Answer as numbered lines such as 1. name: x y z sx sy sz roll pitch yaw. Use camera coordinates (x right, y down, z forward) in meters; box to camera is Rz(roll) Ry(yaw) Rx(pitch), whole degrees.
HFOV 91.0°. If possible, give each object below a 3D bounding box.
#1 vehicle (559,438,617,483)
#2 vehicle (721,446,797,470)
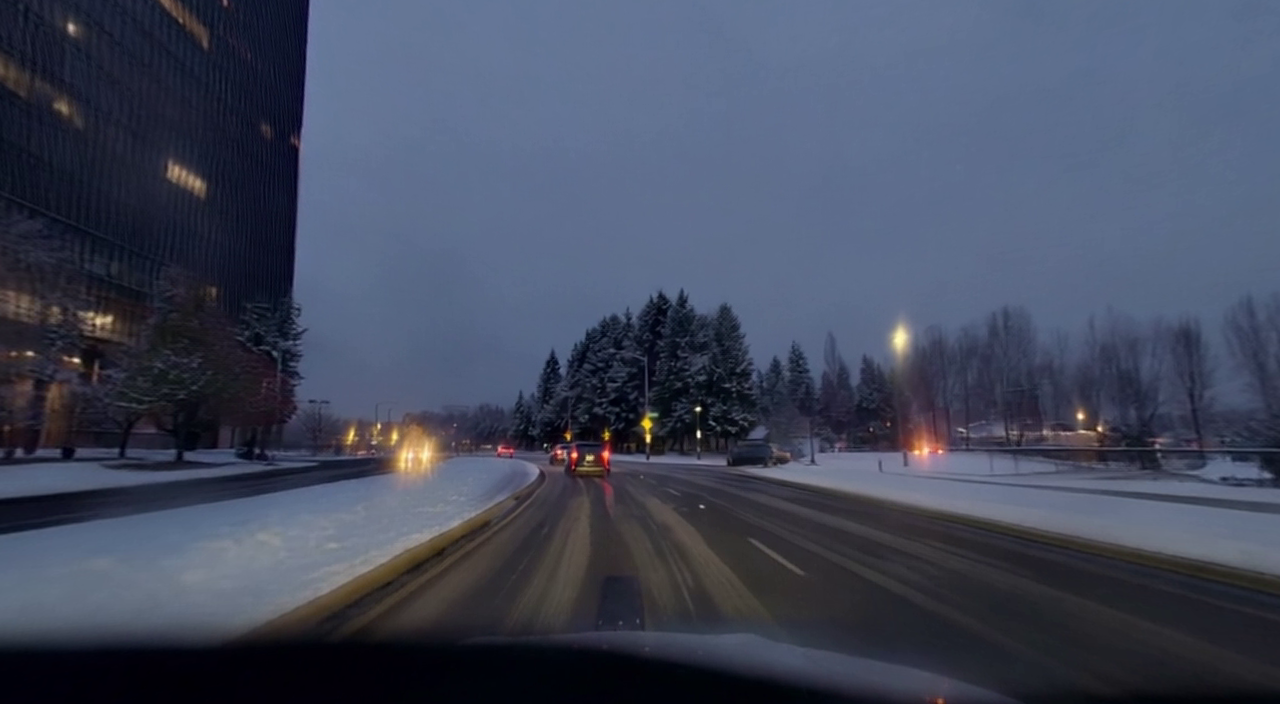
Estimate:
1. vehicle: -2.167 4.480 26.320 2.183 1.675 4.319 1 -8 -5
2. vehicle: 7.889 7.096 42.129 4.645 1.505 2.100 0 -9 1
